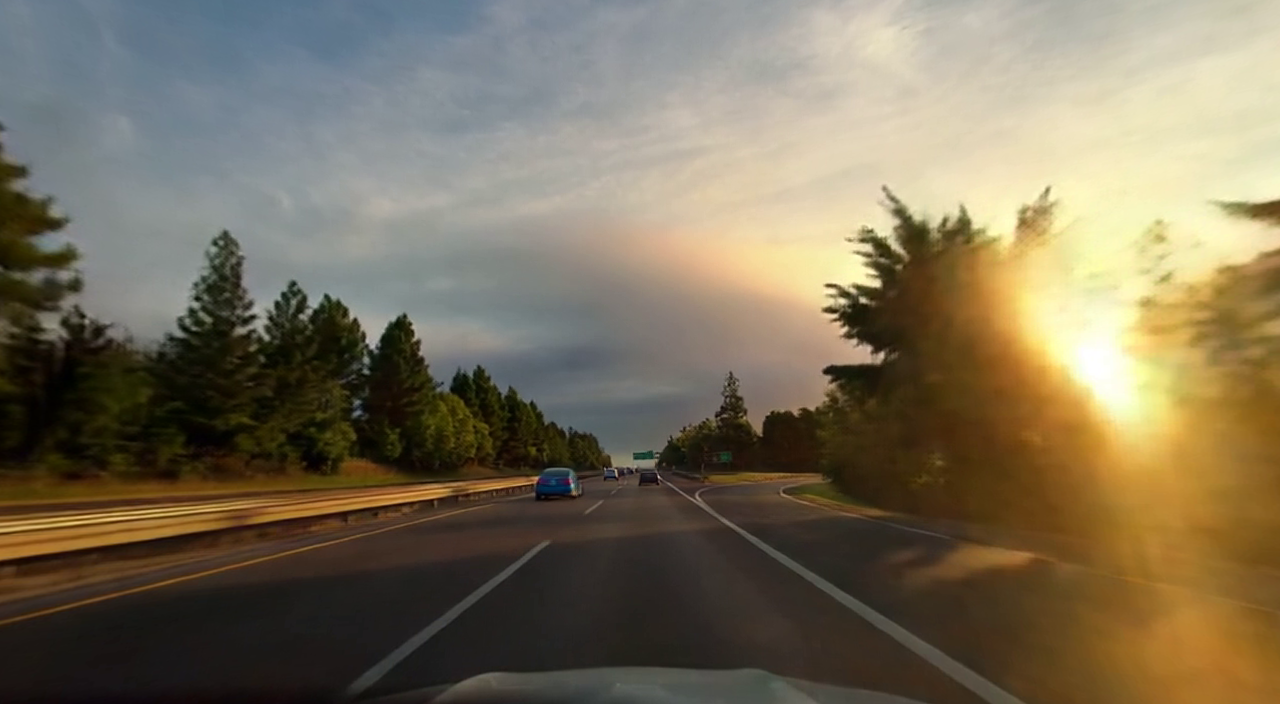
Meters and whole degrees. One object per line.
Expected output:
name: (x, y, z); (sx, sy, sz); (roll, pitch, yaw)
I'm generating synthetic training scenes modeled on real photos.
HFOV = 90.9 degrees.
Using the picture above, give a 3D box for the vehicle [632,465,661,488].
vehicle: (0.504, 9.594, 48.589); (2.065, 1.596, 3.869); (1, -11, 1)

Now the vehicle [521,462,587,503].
vehicle: (-3.509, 5.470, 26.555); (2.047, 1.523, 4.279); (1, -11, 1)
